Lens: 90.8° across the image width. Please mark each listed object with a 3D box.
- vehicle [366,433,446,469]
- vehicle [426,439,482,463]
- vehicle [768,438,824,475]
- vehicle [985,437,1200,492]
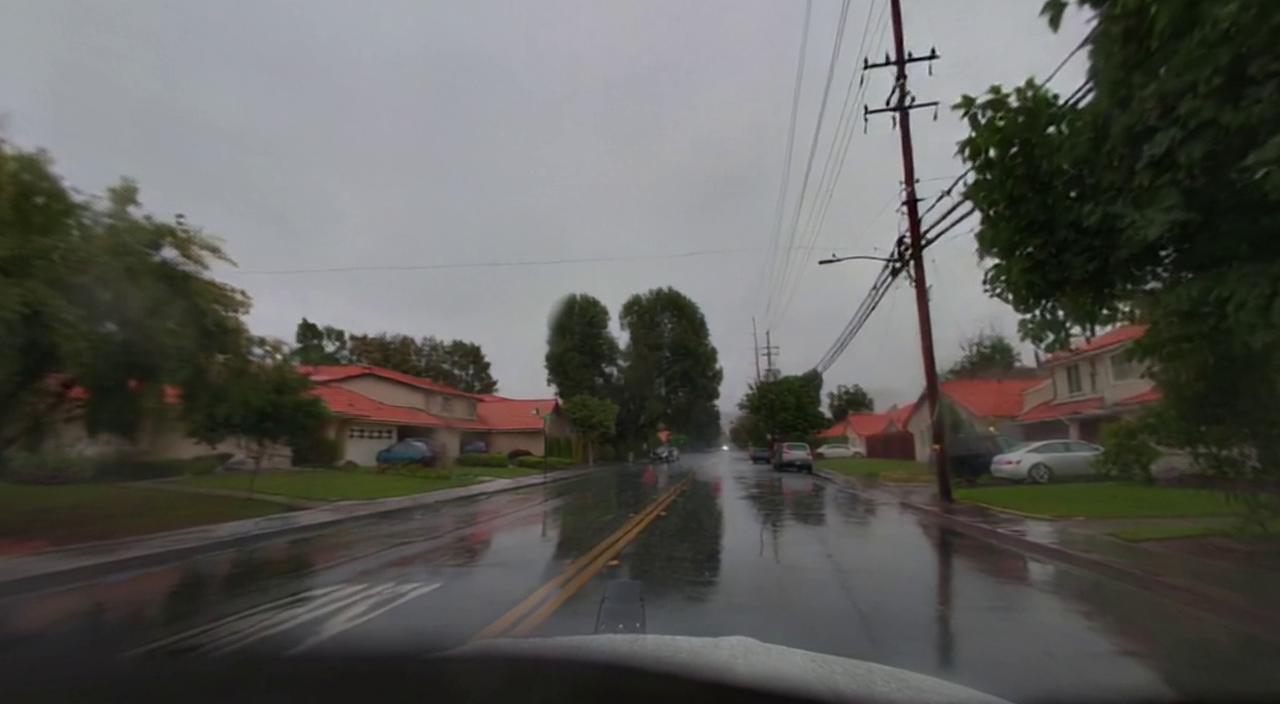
[{"bbox_3d":[-12.892,5.521,35.228,2.034,1.829,5.161,-1,-9,6],"label":"vehicle"},{"bbox_3d":[-14.527,7.806,49.620,2.139,1.746,5.099,-3,-10,10],"label":"vehicle"},{"bbox_3d":[8.465,5.731,34.773,2.114,1.858,5.144,-1,-9,4],"label":"vehicle"},{"bbox_3d":[13.075,3.276,18.576,4.625,1.501,2.011,-1,-9,8],"label":"vehicle"}]
